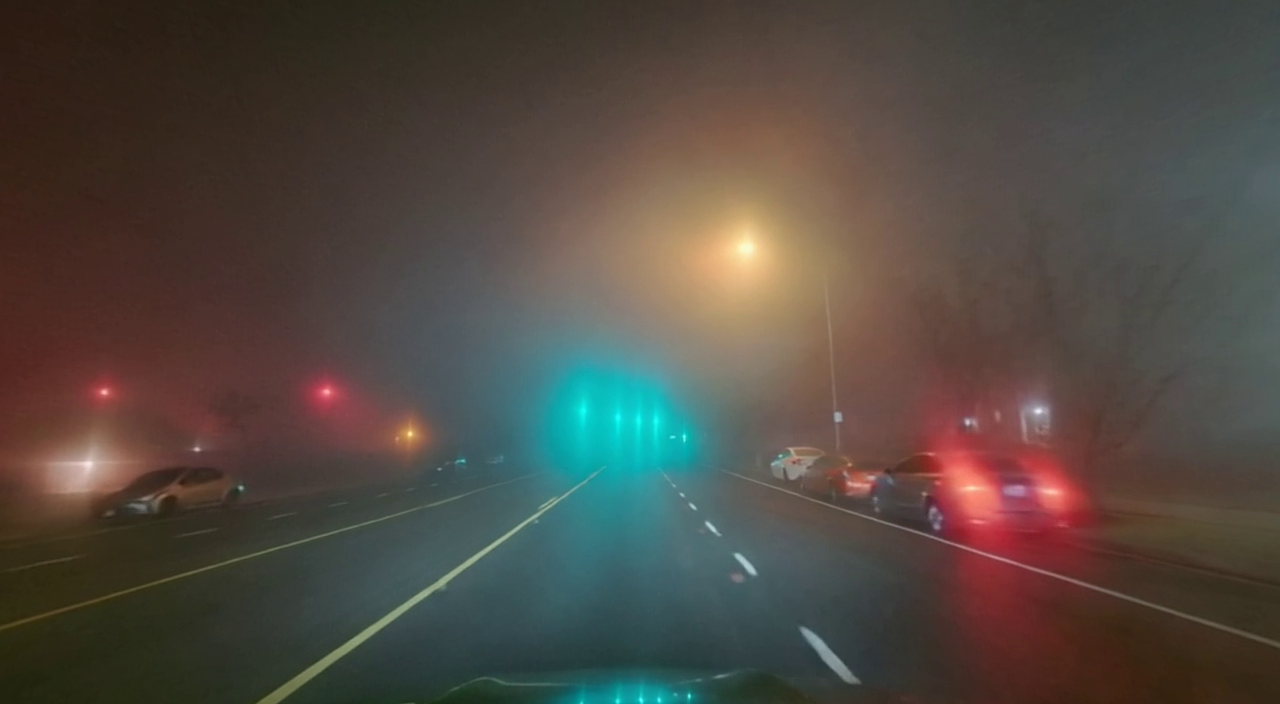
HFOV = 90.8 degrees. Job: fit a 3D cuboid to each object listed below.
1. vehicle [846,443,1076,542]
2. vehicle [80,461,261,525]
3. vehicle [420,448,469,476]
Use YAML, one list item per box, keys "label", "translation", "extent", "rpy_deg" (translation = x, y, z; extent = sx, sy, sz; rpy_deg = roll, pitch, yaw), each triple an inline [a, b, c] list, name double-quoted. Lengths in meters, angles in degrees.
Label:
- label: "vehicle"
  translation: [5.565, 2.447, 11.757]
  extent: [1.875, 1.466, 4.355]
  rpy_deg: [0, -9, -2]
- label: "vehicle"
  translation: [-12.817, 3.824, 17.669]
  extent: [1.812, 1.454, 4.351]
  rpy_deg: [0, -8, -2]
- label: "vehicle"
  translation: [-13.035, 7.371, 42.458]
  extent: [1.916, 1.754, 4.337]
  rpy_deg: [0, -8, -1]
